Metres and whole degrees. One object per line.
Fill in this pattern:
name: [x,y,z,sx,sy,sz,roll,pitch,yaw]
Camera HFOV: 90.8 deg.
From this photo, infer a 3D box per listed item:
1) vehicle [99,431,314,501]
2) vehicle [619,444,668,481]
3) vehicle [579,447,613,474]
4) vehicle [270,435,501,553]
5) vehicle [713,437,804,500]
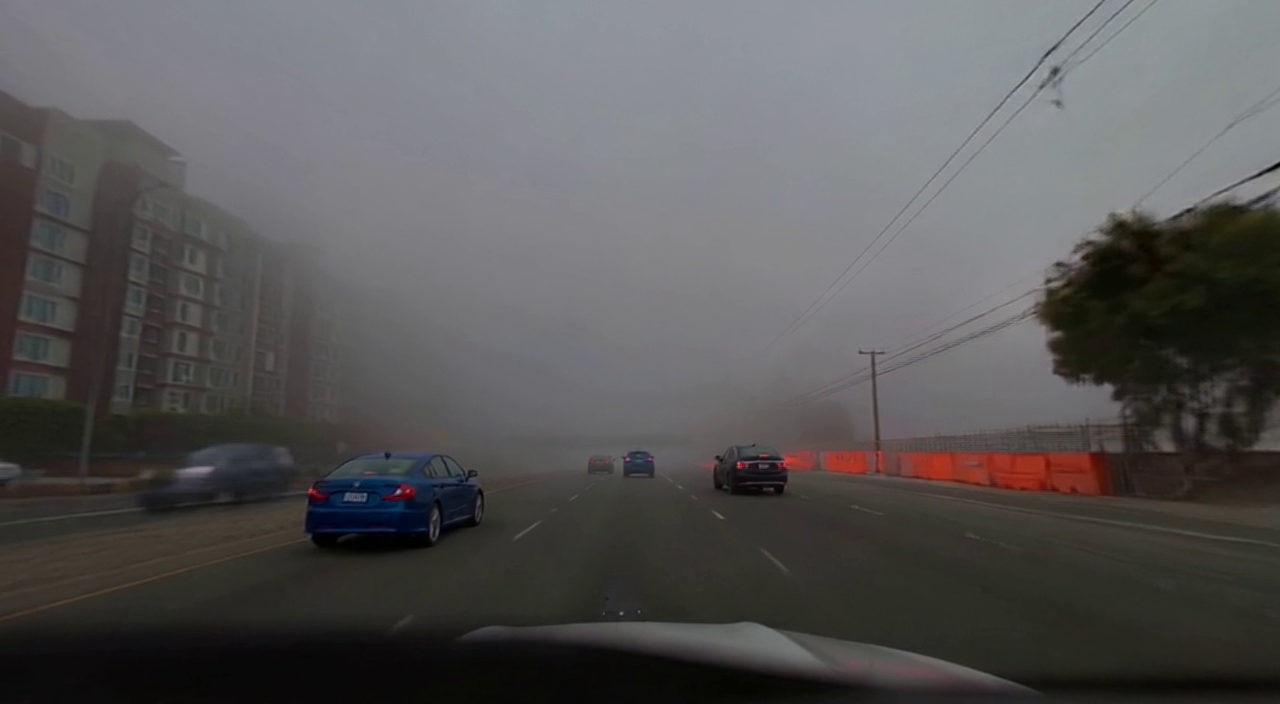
vehicle: [-10.323,2.738,15.622,2.057,1.472,4.526,0,-8,1]
vehicle: [0.139,5.489,31.732,2.291,1.714,4.217,0,-8,0]
vehicle: [-3.181,7.950,46.578,2.190,1.832,4.417,0,-8,1]
vehicle: [-3.700,2.117,10.180,1.968,1.473,4.209,0,-8,0]
vehicle: [3.685,3.673,20.443,2.029,1.797,4.218,0,-8,-1]
